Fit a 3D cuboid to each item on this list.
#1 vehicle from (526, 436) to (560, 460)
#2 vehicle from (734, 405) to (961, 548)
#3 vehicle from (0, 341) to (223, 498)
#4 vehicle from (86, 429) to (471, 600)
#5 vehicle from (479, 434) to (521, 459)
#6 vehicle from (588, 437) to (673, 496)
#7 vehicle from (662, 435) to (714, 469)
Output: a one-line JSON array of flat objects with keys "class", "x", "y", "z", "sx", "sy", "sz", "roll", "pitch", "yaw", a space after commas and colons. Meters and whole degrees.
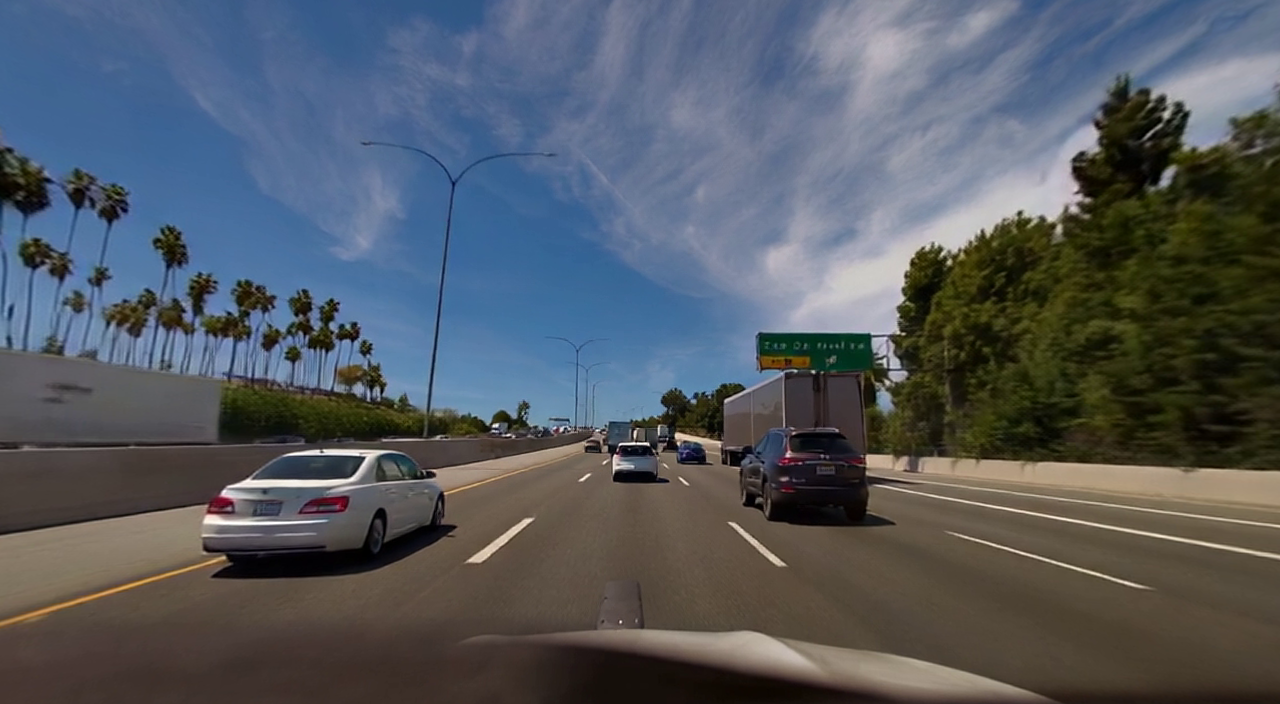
[{"class": "vehicle", "x": -7.204, "y": 7.174, "z": 47.049, "sx": 2.018, "sy": 1.675, "sz": 4.281, "roll": 0, "pitch": -8, "yaw": -2}, {"class": "vehicle", "x": 3.091, "y": 1.979, "z": 10.641, "sx": 2.173, "sy": 1.870, "sz": 4.499, "roll": 0, "pitch": -8, "yaw": -1}, {"class": "vehicle", "x": -17.778, "y": 2.137, "z": 18.792, "sx": 3.177, "sy": 3.891, "sz": 11.315, "roll": 0, "pitch": -8, "yaw": -2}, {"class": "vehicle", "x": -3.645, "y": 1.696, "z": 7.571, "sx": 1.998, "sy": 1.423, "sz": 4.436, "roll": 0, "pitch": -8, "yaw": 0}, {"class": "vehicle", "x": -10.241, "y": 6.970, "z": 46.452, "sx": 2.131, "sy": 1.792, "sz": 4.757, "roll": 0, "pitch": -8, "yaw": -1}, {"class": "vehicle", "x": -0.280, "y": 3.199, "z": 17.989, "sx": 2.136, "sy": 1.470, "sz": 3.971, "roll": 0, "pitch": -8, "yaw": -1}, {"class": "vehicle", "x": 2.727, "y": 5.851, "z": 37.152, "sx": 2.476, "sy": 1.843, "sz": 5.652, "roll": 0, "pitch": -8, "yaw": -2}]
